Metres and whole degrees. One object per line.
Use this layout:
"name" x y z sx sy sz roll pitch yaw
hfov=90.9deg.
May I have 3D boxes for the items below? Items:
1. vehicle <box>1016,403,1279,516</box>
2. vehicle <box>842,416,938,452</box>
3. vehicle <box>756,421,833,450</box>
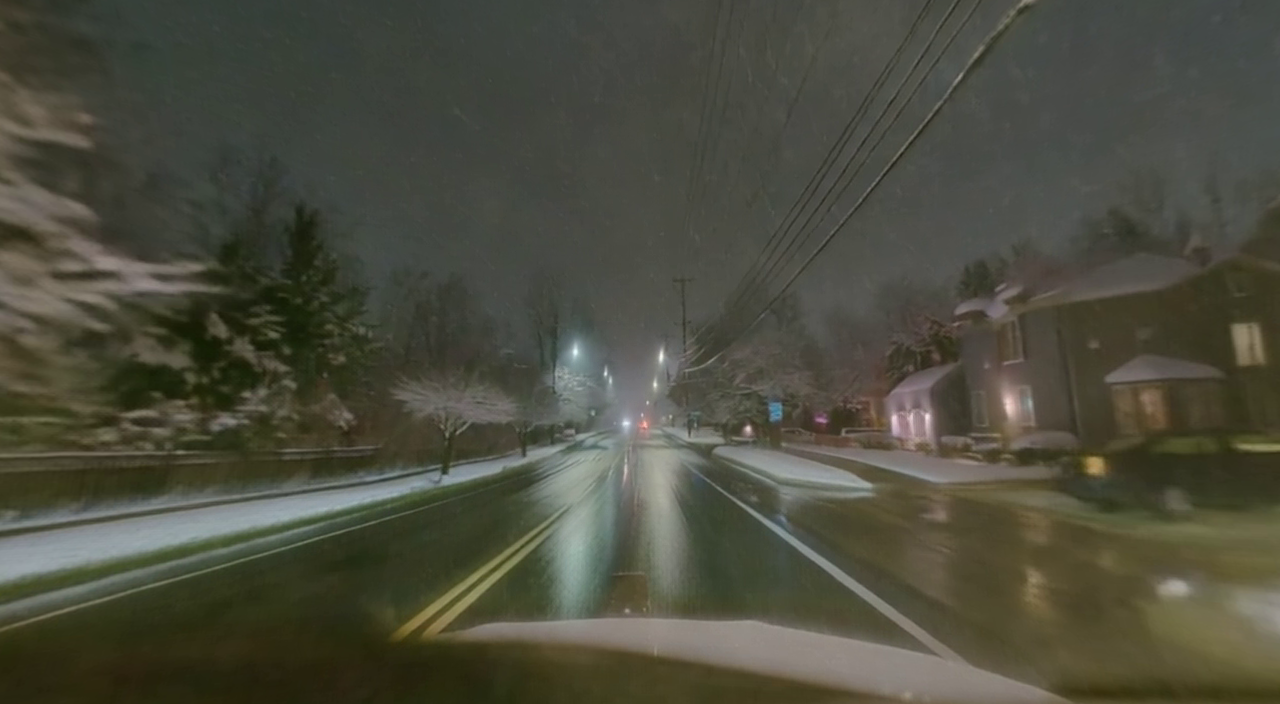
"vehicle" 9.716 1.901 11.355 4.512 1.828 2.038 0 -8 0
"vehicle" 15.124 5.013 38.139 5.046 1.548 2.174 -10 -13 24
"vehicle" 10.743 5.800 43.887 4.707 1.794 2.303 -4 -4 30
